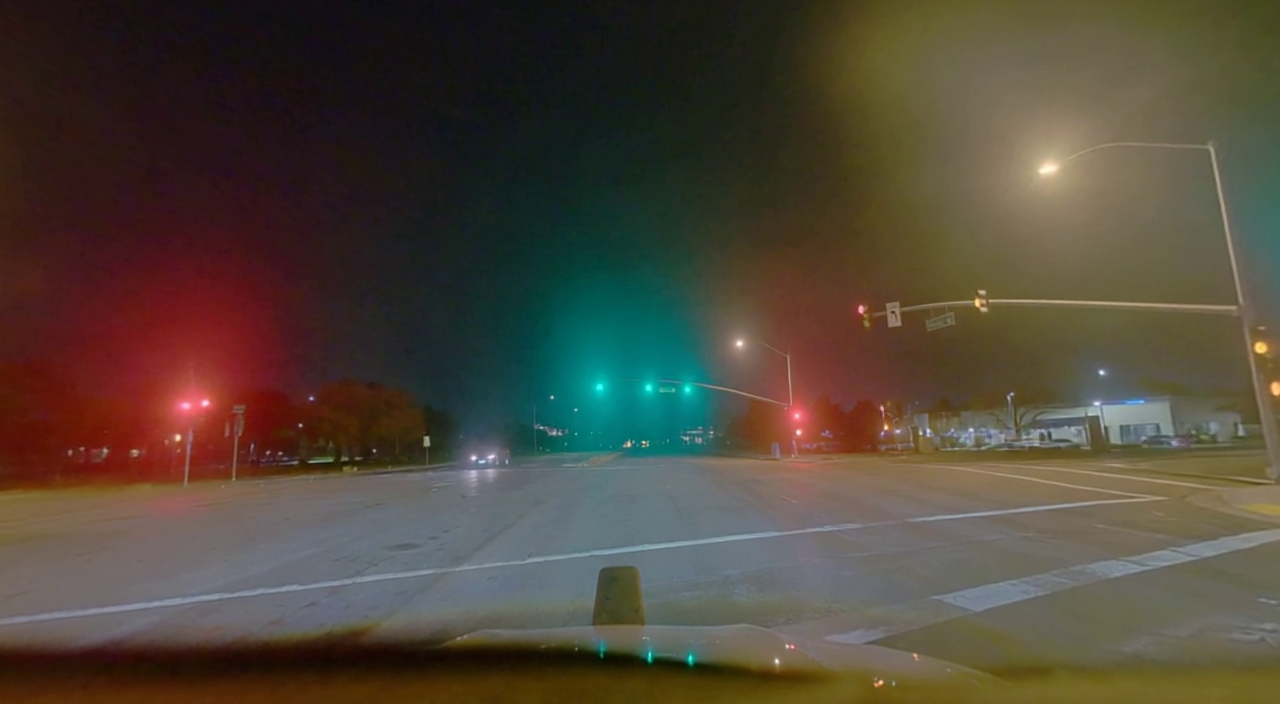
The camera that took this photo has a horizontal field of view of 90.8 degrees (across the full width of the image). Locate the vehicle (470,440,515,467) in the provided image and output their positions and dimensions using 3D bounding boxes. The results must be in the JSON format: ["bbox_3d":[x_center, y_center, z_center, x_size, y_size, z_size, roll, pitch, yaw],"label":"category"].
[{"bbox_3d":[-9.729,6.729,41.976,1.988,1.692,4.412,0,-8,0],"label":"vehicle"}]
